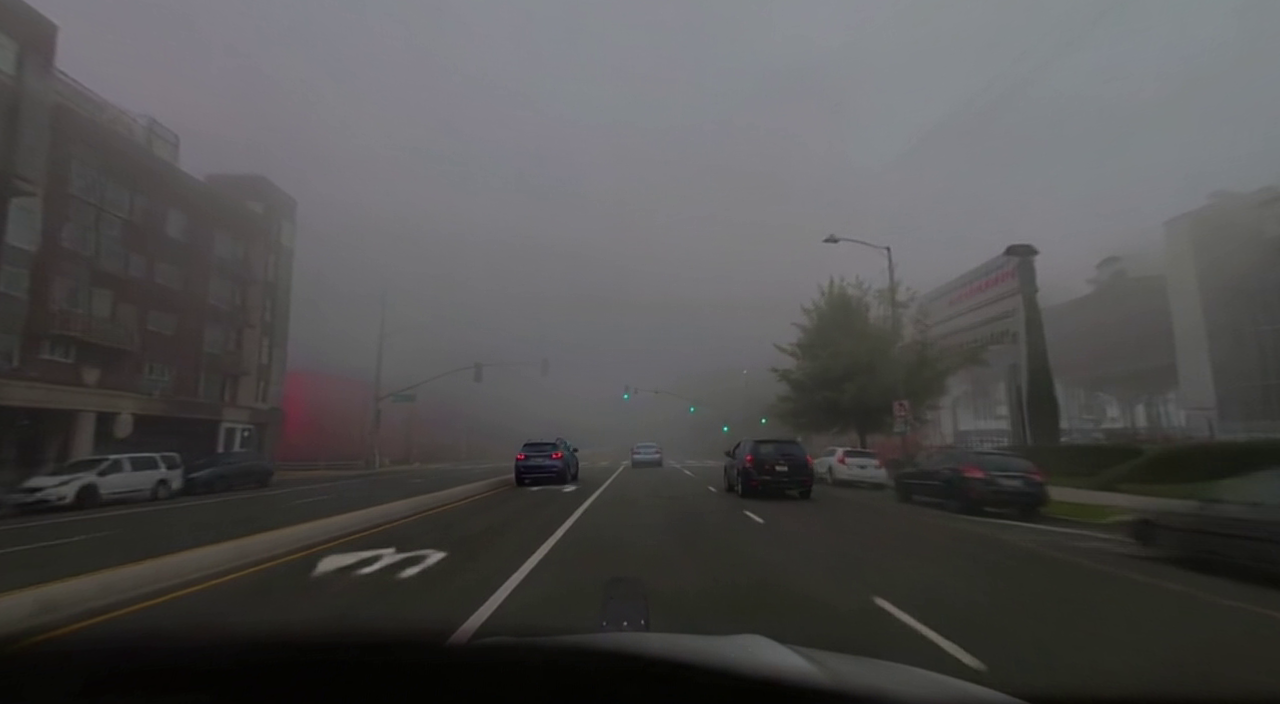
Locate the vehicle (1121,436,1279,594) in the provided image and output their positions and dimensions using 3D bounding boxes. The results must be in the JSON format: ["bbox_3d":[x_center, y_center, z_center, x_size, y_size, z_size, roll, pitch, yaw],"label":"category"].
[{"bbox_3d":[6.944,1.435,5.328,1.908,1.467,4.837,0,-8,0],"label":"vehicle"}]

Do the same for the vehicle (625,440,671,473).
[{"bbox_3d":[0.367,5.047,30.617,2.103,1.468,4.094,0,-8,0],"label":"vehicle"}]

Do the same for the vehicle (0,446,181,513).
[{"bbox_3d":[-16.991,3.888,19.751,2.001,1.760,4.329,-2,-8,-1],"label":"vehicle"}]

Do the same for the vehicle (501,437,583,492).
[{"bbox_3d":[-2.975,3.496,19.957,1.860,1.510,4.073,-1,-8,1],"label":"vehicle"}]

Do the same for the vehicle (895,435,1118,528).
[{"bbox_3d":[7.052,2.498,12.826,1.898,1.524,4.439,-1,-8,1],"label":"vehicle"}]

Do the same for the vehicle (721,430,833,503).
[{"bbox_3d":[3.377,2.898,16.362,1.987,1.637,3.896,0,-8,0],"label":"vehicle"}]

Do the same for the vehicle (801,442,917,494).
[{"bbox_3d":[6.963,3.709,20.705,1.920,1.473,4.898,0,-8,-2],"label":"vehicle"}]

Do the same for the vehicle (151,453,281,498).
[{"bbox_3d":[-16.677,4.841,25.159,1.919,1.469,4.719,-2,-8,1],"label":"vehicle"}]
